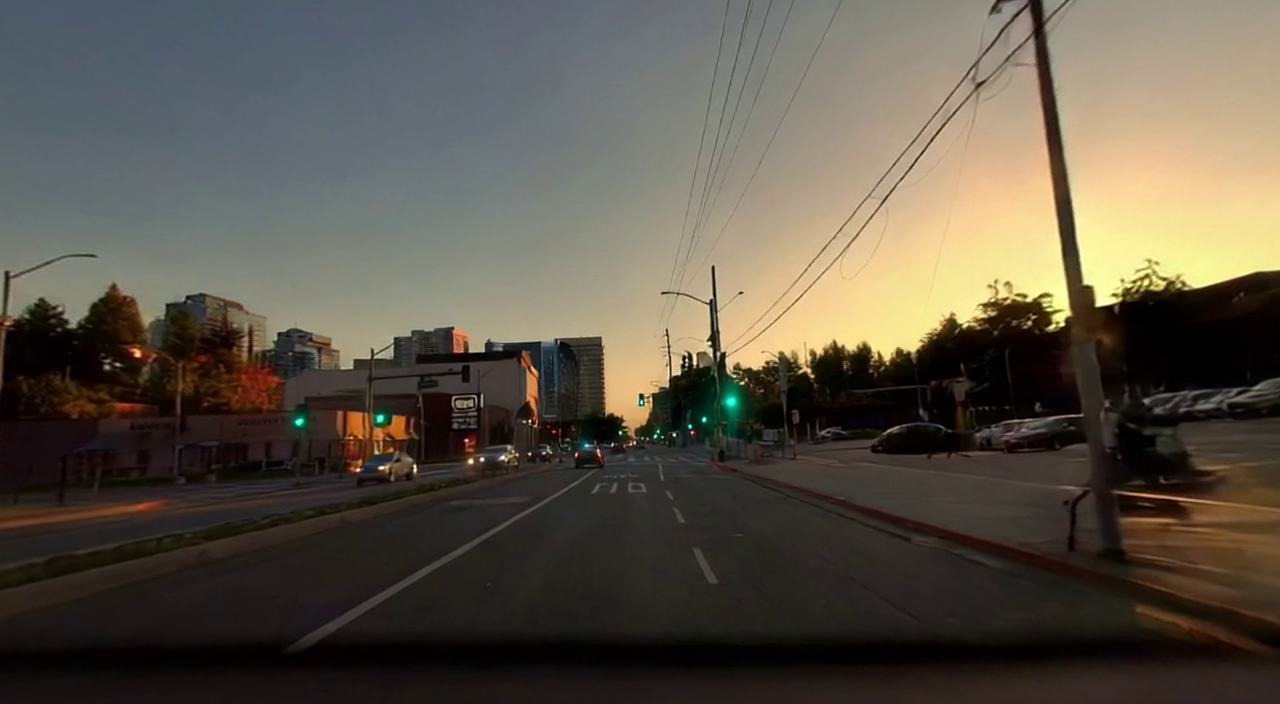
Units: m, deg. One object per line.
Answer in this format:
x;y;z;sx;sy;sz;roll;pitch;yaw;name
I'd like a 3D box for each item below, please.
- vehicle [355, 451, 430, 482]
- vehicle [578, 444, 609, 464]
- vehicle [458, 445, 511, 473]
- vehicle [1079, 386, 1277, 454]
-12.820;5.937;33.105;1.949;1.481;4.746;0;-9;1;vehicle
-3.539;7.804;48.449;1.962;1.420;4.021;0;-9;1;vehicle
-9.483;6.551;38.817;2.010;1.615;4.536;0;-9;1;vehicle
15.145;2.067;18.264;1.958;1.677;4.860;-1;-9;8;vehicle
